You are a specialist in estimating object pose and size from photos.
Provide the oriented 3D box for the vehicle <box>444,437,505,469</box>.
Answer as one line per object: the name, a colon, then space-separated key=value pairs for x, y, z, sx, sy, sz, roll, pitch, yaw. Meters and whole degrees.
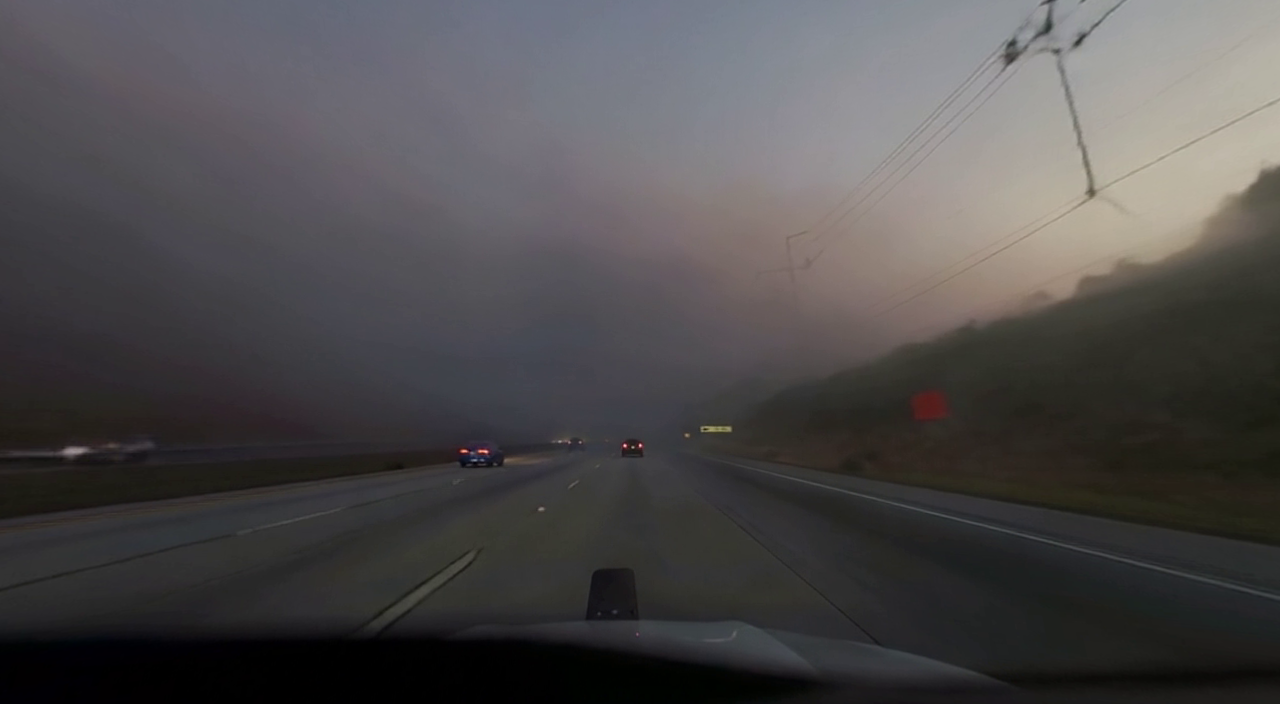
vehicle: x=-8.488 y=5.215 z=32.735 sx=2.047 sy=1.486 sz=4.306 roll=0 pitch=-8 yaw=0

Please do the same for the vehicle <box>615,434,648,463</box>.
vehicle: x=-0.539 y=6.247 z=40.896 sx=2.040 sy=1.715 sz=3.906 roll=0 pitch=-8 yaw=-1

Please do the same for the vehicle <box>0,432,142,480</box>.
vehicle: x=-20.065 y=3.570 z=21.827 sx=1.896 sy=1.464 sz=4.522 roll=0 pitch=-8 yaw=-1
